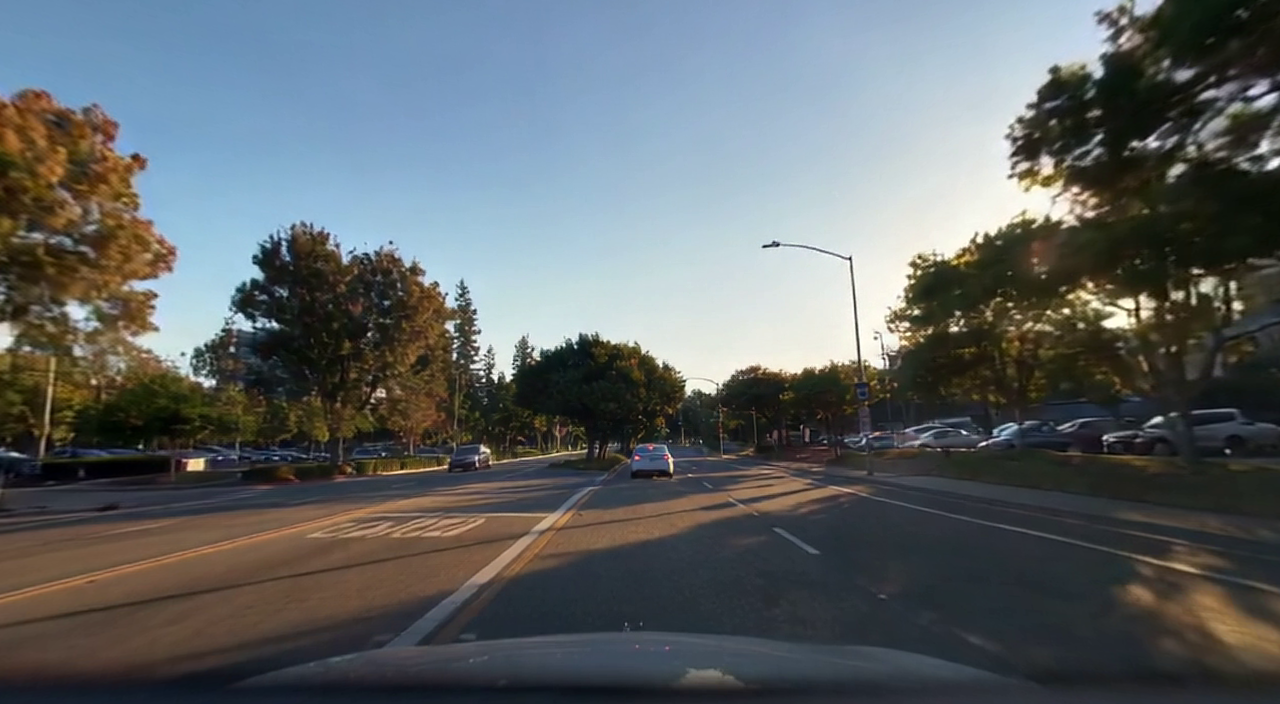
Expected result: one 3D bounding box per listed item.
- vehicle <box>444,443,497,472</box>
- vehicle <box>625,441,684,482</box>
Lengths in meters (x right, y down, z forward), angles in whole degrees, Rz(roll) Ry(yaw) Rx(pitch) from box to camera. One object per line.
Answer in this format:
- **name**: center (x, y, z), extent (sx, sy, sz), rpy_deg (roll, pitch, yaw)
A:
- **vehicle**: center (-11.784, 7.363, 44.277), extent (2.259, 1.867, 4.875), rpy_deg (0, -9, 1)
- **vehicle**: center (0.477, 4.165, 24.261), extent (2.093, 1.442, 3.977), rpy_deg (0, -9, -1)
